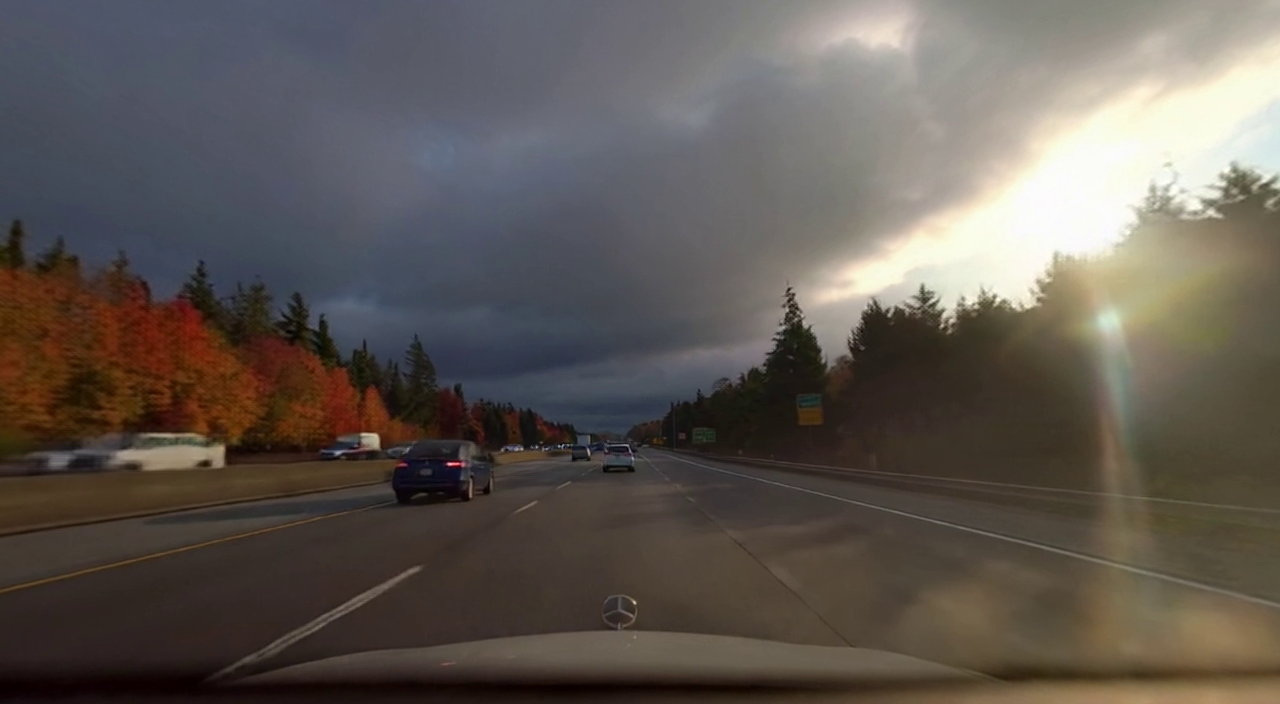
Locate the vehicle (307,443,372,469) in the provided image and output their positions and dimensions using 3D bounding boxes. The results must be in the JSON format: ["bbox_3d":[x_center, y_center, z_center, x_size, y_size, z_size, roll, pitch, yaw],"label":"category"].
[{"bbox_3d":[-18.363,6.362,38.503,1.836,1.468,4.497,0,-9,-1],"label":"vehicle"}]

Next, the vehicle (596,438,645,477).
[{"bbox_3d":[-0.906,4.853,29.012,2.115,1.661,4.049,0,-9,-2],"label":"vehicle"}]

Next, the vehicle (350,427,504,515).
[{"bbox_3d":[-4.695,2.699,14.695,1.974,1.688,4.727,0,-9,-1],"label":"vehicle"}]

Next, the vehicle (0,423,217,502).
[{"bbox_3d":[-13.029,2.680,15.489,2.045,1.647,4.454,0,-9,-1],"label":"vehicle"}]
